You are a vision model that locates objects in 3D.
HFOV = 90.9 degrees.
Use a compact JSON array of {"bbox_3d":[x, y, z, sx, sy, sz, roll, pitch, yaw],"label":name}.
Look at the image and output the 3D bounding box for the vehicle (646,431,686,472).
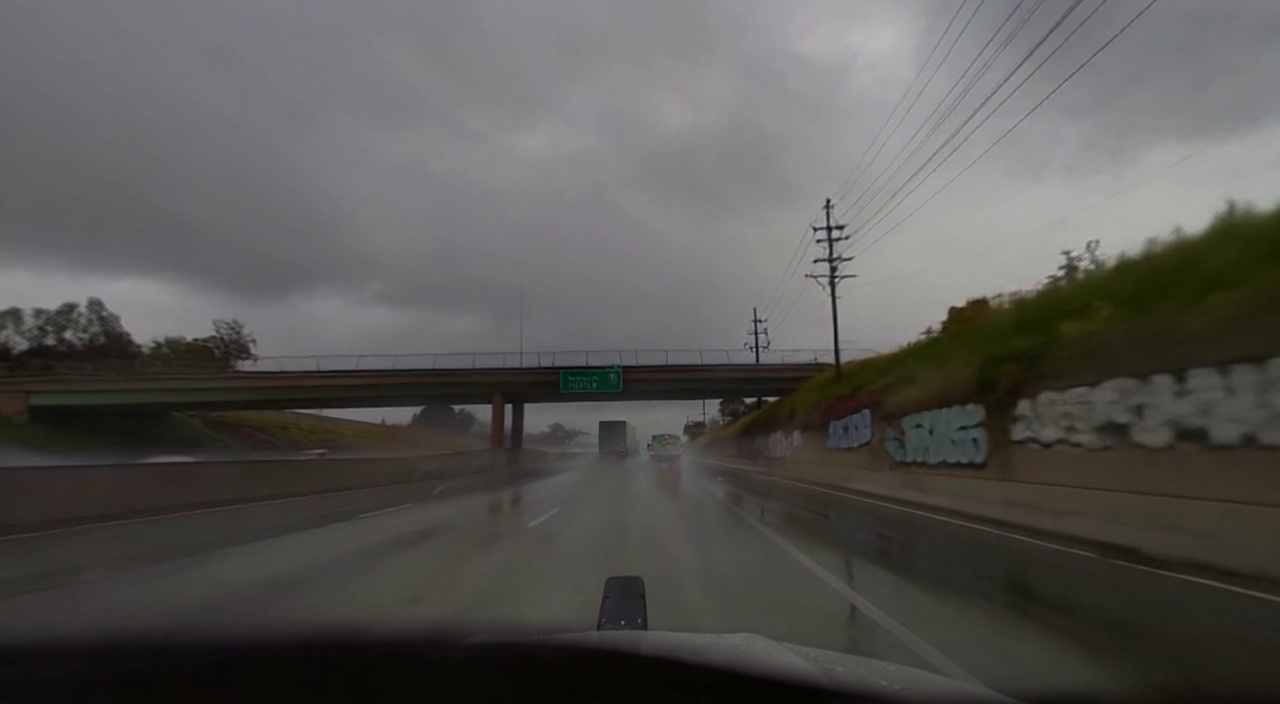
[{"bbox_3d":[1.731,6.907,43.950,2.462,2.627,5.799,0,-9,-1],"label":"vehicle"}]
